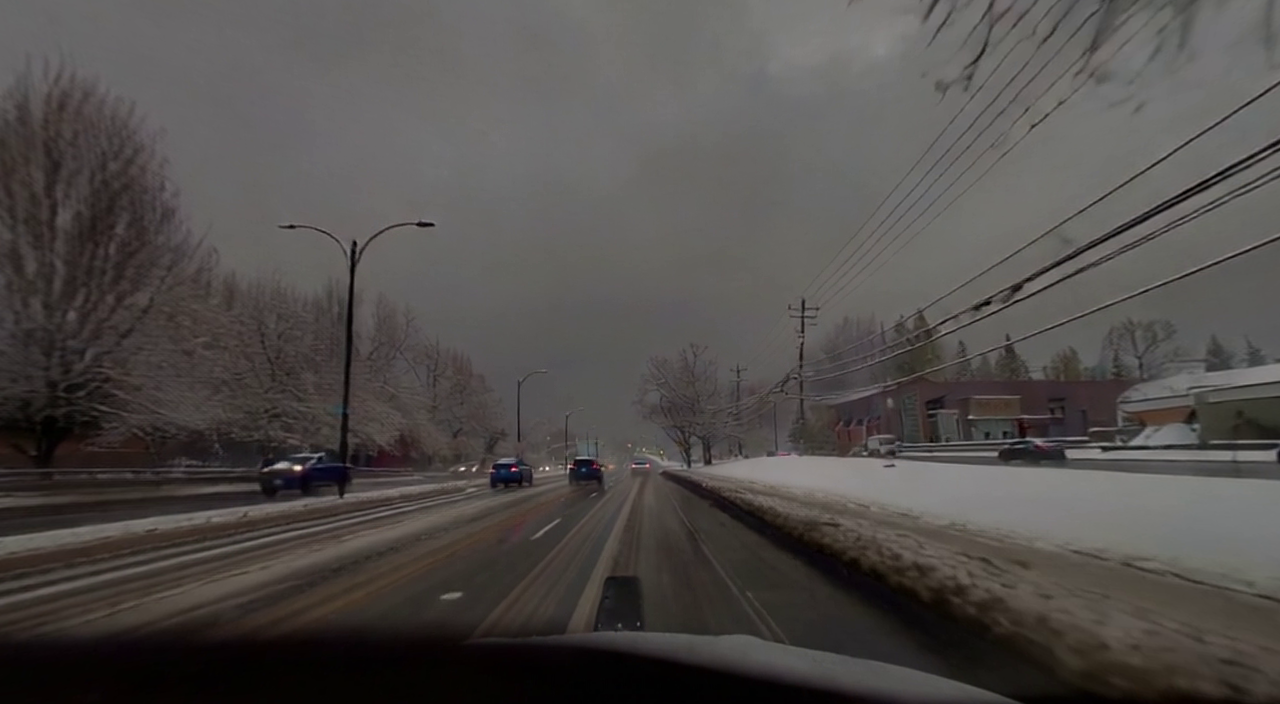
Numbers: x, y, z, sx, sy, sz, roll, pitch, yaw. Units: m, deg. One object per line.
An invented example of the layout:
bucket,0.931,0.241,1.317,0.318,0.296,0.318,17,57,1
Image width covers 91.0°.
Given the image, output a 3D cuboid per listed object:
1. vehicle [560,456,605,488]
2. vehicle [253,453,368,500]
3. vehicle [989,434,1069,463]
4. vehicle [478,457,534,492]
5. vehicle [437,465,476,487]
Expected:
vehicle,-3.271,6.950,36.730,2.085,1.663,4.513,0,-9,2
vehicle,-15.570,5.875,30.294,2.276,1.956,5.850,0,-9,1
vehicle,22.109,5.544,36.058,1.884,1.532,4.745,0,-9,5
vehicle,-7.036,6.450,33.445,1.932,1.596,4.247,0,-9,1
vehicle,-14.259,9.629,49.223,1.909,1.502,4.355,1,-9,-3
